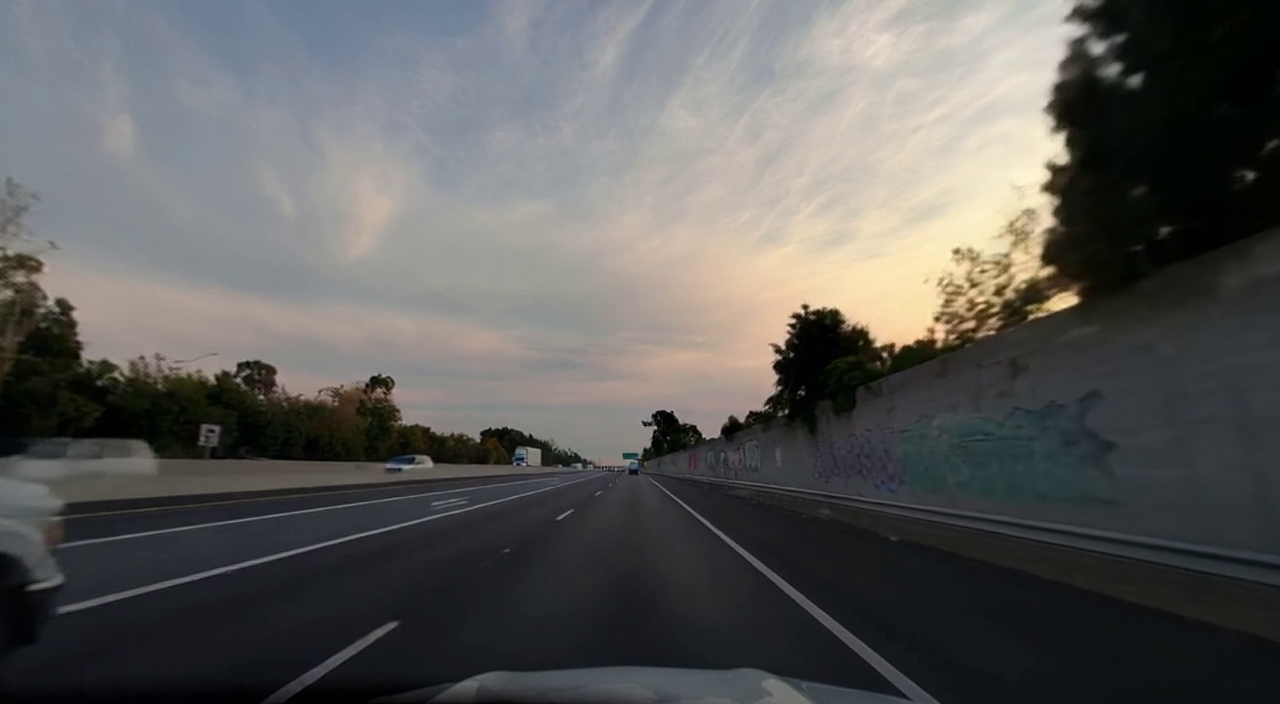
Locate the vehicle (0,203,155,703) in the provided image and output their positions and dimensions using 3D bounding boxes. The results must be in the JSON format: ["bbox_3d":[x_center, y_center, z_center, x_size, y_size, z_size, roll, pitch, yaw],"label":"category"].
[{"bbox_3d":[-4.254,0.114,0.667,2.597,2.434,6.020,1,-11,-1],"label":"vehicle"}]

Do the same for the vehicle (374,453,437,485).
[{"bbox_3d":[-13.404,6.757,36.306,1.927,1.666,4.412,1,-11,0],"label":"vehicle"}]
